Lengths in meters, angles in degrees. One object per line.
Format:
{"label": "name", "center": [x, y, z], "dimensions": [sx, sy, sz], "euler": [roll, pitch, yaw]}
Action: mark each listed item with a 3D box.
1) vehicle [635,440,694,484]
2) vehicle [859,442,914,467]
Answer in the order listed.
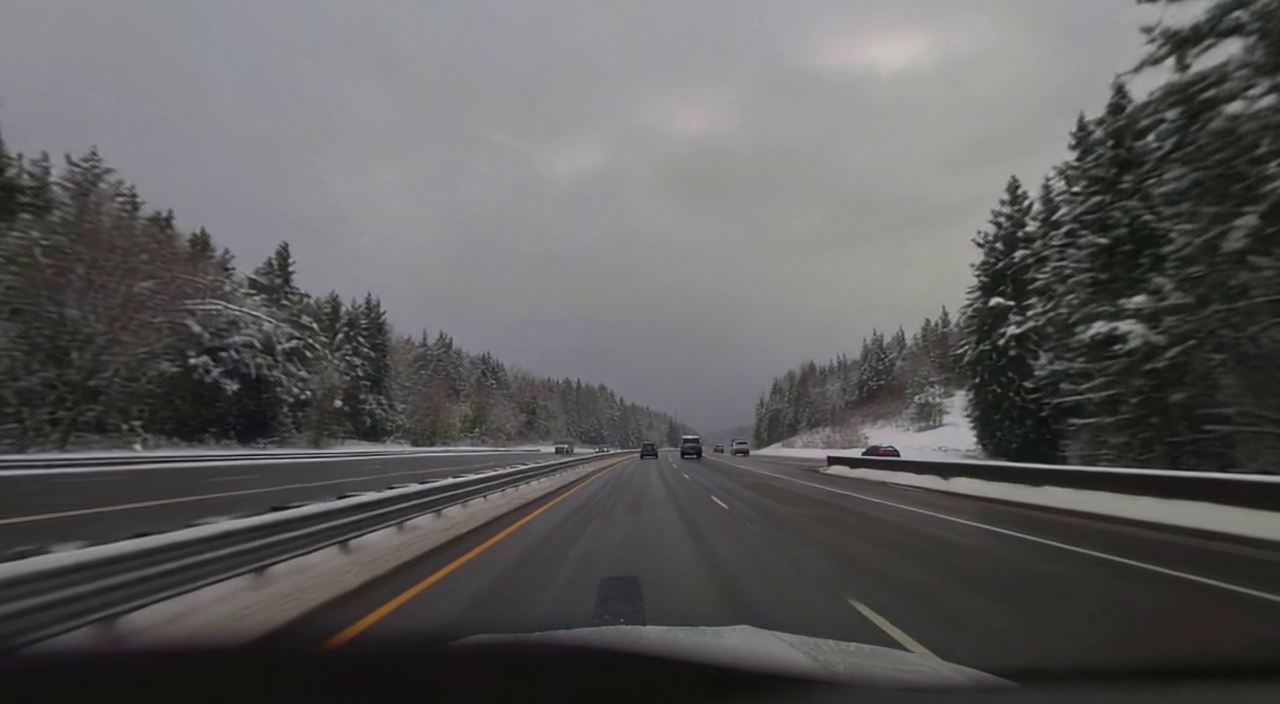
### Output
{"label": "vehicle", "center": [0.847, 4.117, 23.857], "dimensions": [2.053, 1.483, 4.185], "euler": [0, -9, 0]}
{"label": "vehicle", "center": [15.816, 6.604, 40.616], "dimensions": [1.926, 1.483, 3.528], "euler": [0, -9, -4]}
